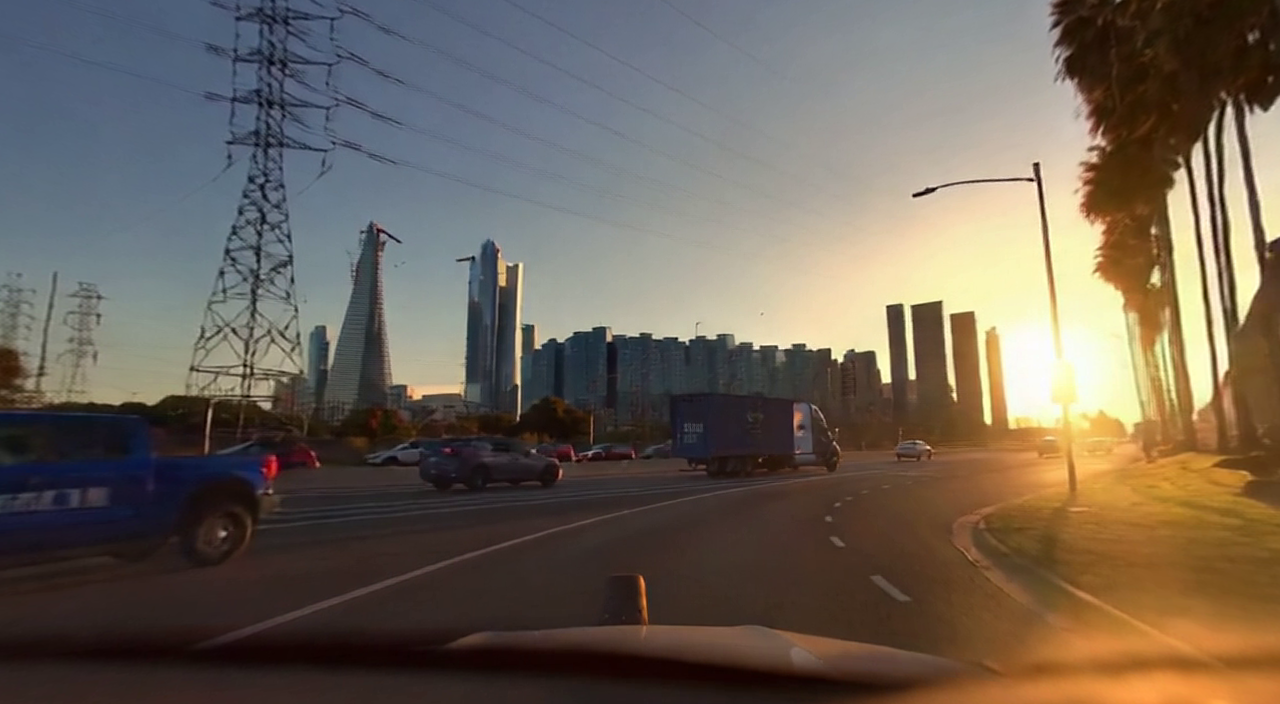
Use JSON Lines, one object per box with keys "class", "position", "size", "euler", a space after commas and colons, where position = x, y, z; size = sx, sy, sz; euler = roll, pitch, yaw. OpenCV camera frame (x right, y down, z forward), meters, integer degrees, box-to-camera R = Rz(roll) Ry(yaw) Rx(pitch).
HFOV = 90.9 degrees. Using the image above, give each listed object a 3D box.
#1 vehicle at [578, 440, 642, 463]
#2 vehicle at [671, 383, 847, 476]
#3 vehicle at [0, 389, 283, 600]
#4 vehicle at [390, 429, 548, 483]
{"class": "vehicle", "position": [-2.065, 6.966, 44.022], "size": [1.785, 1.502, 4.457], "euler": [-8, -13, 42]}
{"class": "vehicle", "position": [6.417, 4.013, 31.899], "size": [2.903, 3.933, 11.567], "euler": [-8, -11, 42]}
{"class": "vehicle", "position": [-6.653, 1.318, 6.010], "size": [2.101, 1.848, 5.132], "euler": [-6, -10, 35]}
{"class": "vehicle", "position": [-6.780, 4.180, 25.726], "size": [2.266, 1.950, 5.866], "euler": [-7, -11, 41]}
